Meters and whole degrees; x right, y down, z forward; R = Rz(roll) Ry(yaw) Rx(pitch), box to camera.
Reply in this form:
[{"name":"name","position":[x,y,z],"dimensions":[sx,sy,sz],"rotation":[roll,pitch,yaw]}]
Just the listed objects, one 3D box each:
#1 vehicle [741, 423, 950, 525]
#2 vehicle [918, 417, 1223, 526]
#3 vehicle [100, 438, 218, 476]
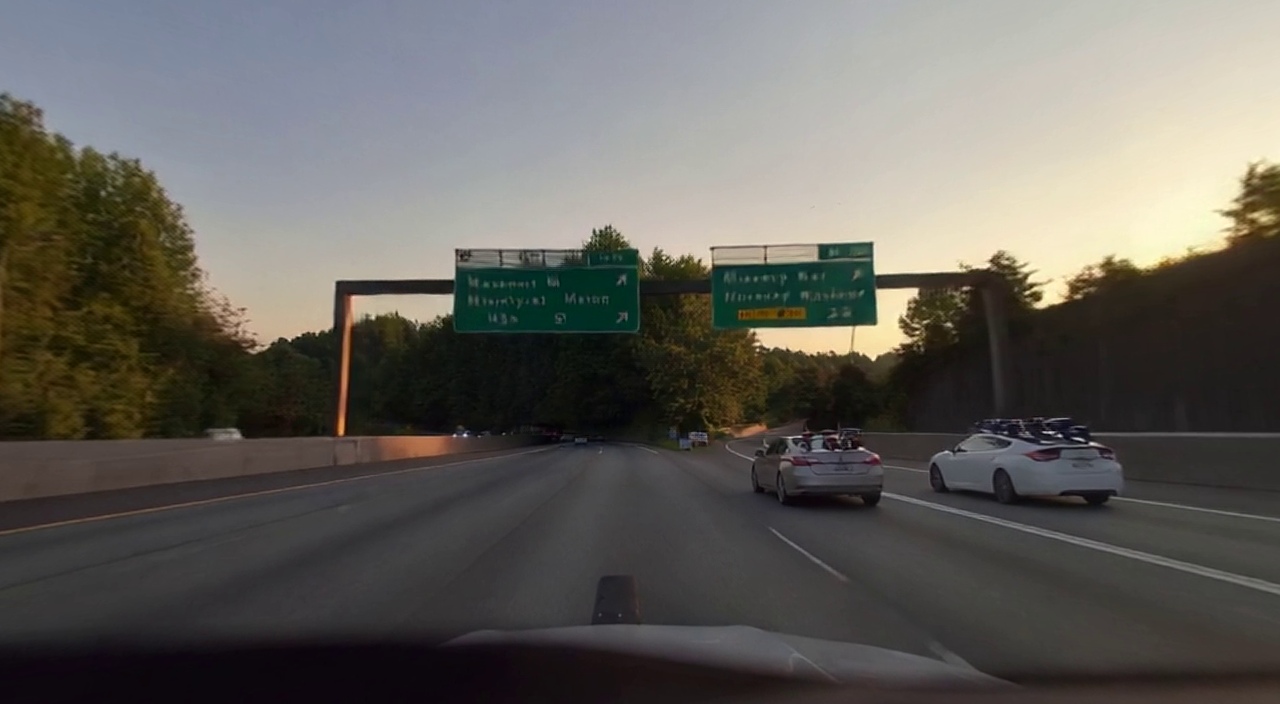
[{"name":"vehicle","position":[3.318,2.057,11.354],"dimensions":[2.094,1.441,4.568],"rotation":[0,-8,-2]},{"name":"vehicle","position":[7.148,2.002,11.322],"dimensions":[2.034,1.511,4.785],"rotation":[0,-8,-1]},{"name":"vehicle","position":[-20.734,4.501,27.425],"dimensions":[1.840,1.471,4.205],"rotation":[0,-7,-1]}]
